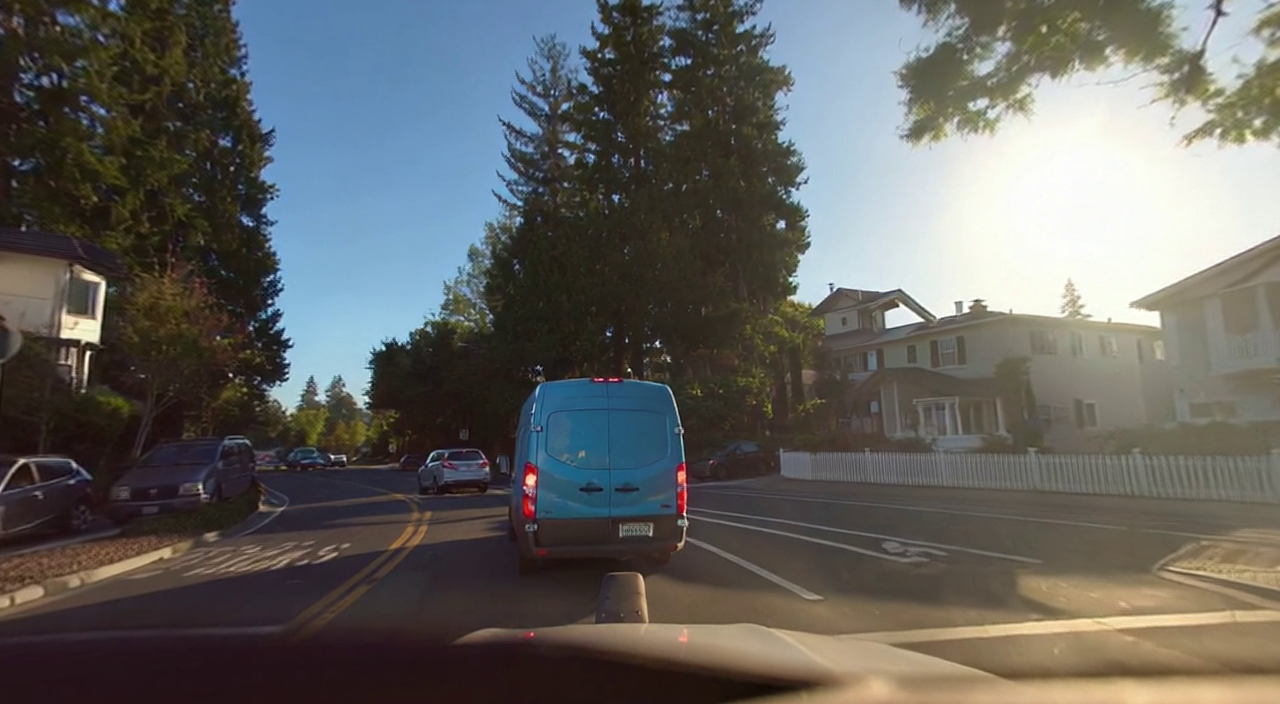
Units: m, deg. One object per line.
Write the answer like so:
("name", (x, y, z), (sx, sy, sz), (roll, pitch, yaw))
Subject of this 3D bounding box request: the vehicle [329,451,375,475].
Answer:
("vehicle", (-19.084, 7.276, 41.713), (1.911, 1.493, 4.291), (6, -10, -35))

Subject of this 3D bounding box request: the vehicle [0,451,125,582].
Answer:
("vehicle", (-8.200, 1.851, 7.001), (1.952, 1.461, 4.377), (2, -9, -12))

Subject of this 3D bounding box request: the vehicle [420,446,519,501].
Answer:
("vehicle", (-5.279, 3.579, 19.159), (2.008, 1.445, 4.386), (4, -10, -27))

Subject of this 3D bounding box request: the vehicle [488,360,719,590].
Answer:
("vehicle", (-0.866, 1.518, 8.517), (2.213, 2.124, 4.809), (2, -9, -14))

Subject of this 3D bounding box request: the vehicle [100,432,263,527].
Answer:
("vehicle", (-10.953, 2.987, 15.623), (2.228, 1.871, 5.492), (4, -10, -26))

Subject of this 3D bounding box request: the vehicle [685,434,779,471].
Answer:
("vehicle", (4.709, 5.099, 32.132), (4.559, 1.754, 1.985), (6, -10, -35))
